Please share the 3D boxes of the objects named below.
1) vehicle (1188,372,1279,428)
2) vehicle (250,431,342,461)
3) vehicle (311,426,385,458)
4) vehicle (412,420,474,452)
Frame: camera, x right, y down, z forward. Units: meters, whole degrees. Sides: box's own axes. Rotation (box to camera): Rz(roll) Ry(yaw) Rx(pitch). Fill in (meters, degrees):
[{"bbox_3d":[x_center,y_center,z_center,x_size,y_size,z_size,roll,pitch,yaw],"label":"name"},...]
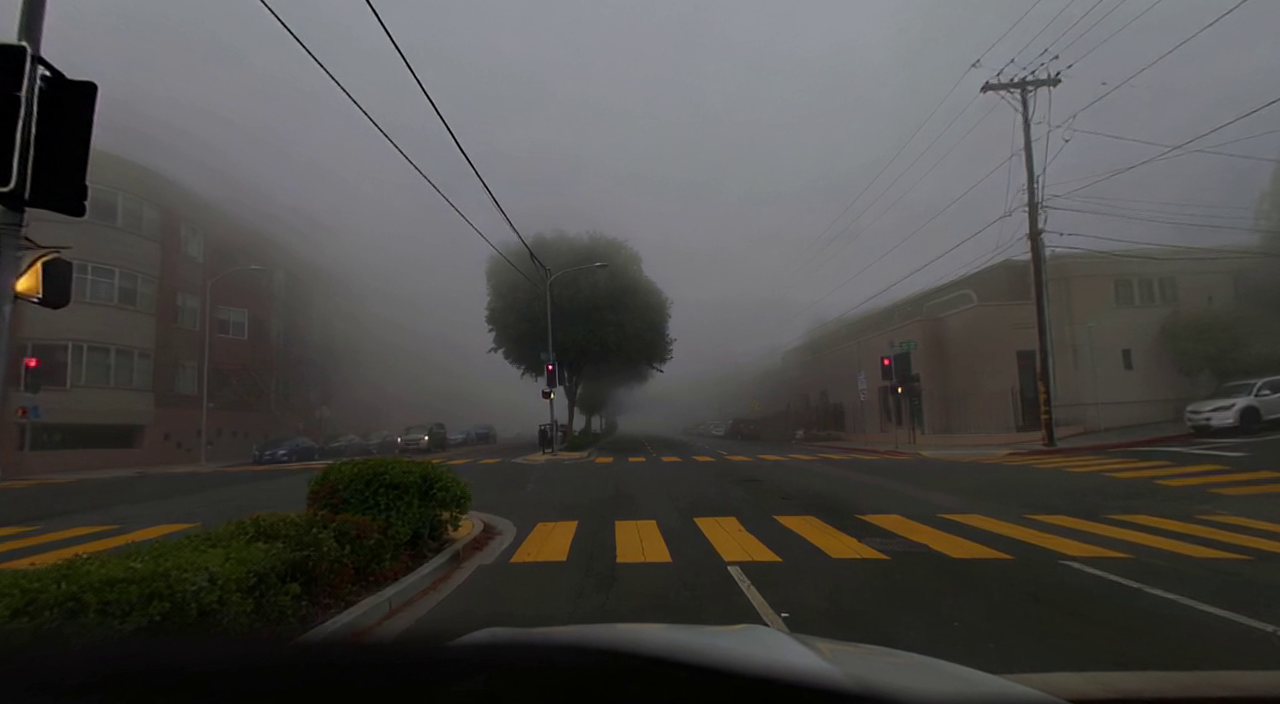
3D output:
[{"bbox_3d":[22.362,1.621,22.230,4.531,1.753,1.964,-2,-2,-5],"label":"vehicle"},{"bbox_3d":[-18.058,4.973,33.517,1.939,1.430,5.533,0,-8,-2],"label":"vehicle"},{"bbox_3d":[-18.259,5.677,39.848,2.225,1.871,5.189,0,-8,0],"label":"vehicle"},{"bbox_3d":[-11.754,5.114,38.095,2.118,1.809,4.591,0,-8,2],"label":"vehicle"}]
